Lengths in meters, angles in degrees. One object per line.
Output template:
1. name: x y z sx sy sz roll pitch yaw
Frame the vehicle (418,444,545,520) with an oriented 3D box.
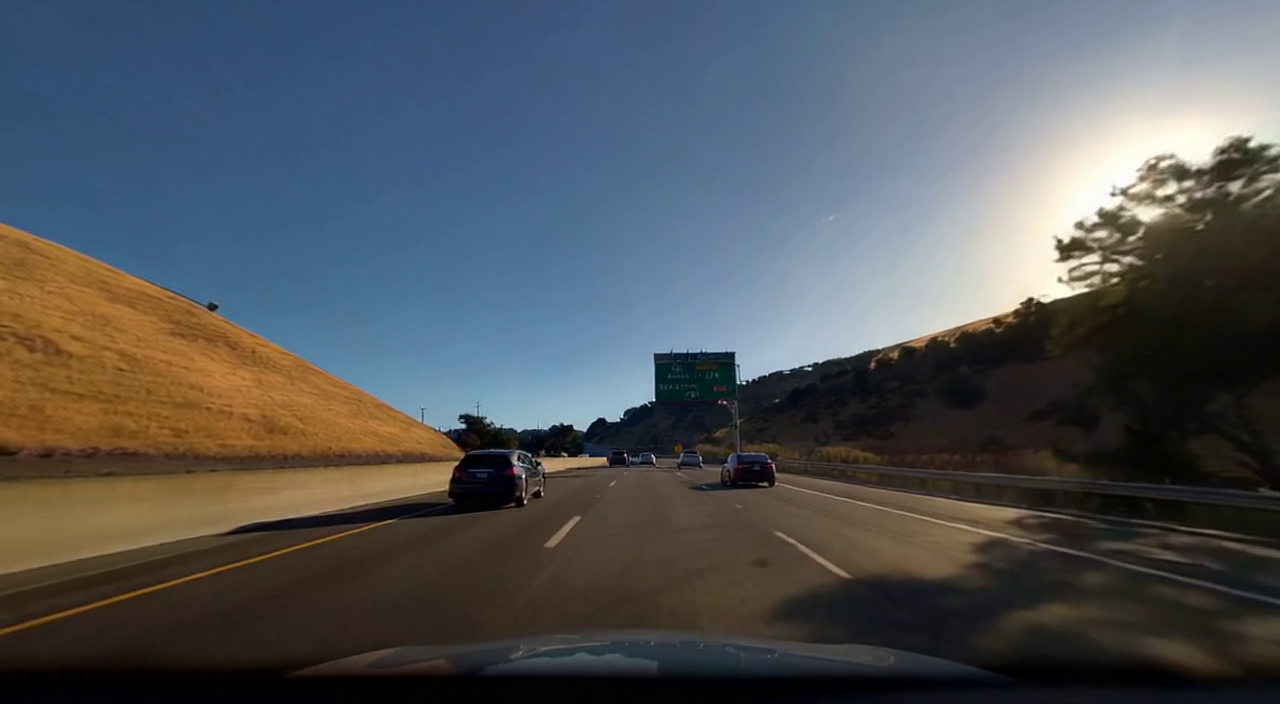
1. vehicle: -3.534 2.925 14.834 1.910 1.521 3.930 0 -8 1

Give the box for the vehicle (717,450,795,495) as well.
1. vehicle: 3.881 4.081 21.685 1.976 1.352 3.602 0 -8 -1
